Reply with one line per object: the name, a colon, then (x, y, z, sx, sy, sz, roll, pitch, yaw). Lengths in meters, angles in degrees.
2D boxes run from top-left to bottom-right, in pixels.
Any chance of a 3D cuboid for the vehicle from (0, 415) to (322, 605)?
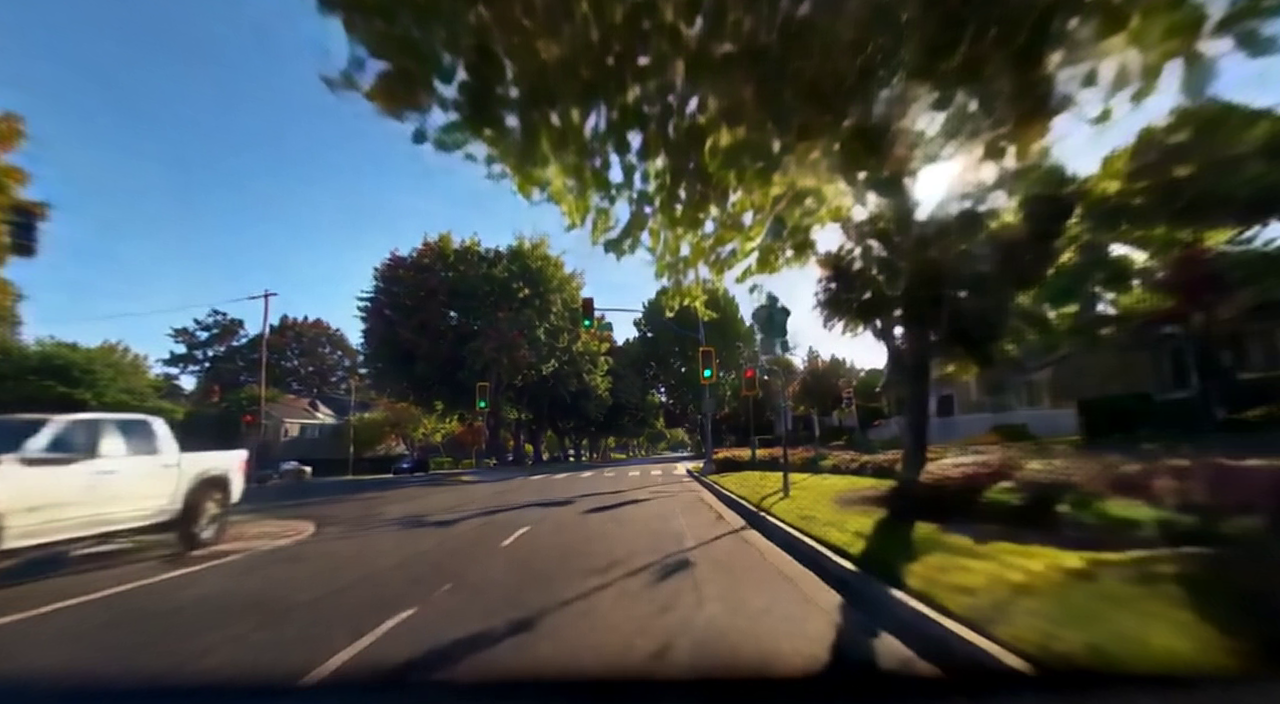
vehicle: (-7.092, 1.870, 8.355, 2.308, 1.755, 6.571, -2, -8, 1)
